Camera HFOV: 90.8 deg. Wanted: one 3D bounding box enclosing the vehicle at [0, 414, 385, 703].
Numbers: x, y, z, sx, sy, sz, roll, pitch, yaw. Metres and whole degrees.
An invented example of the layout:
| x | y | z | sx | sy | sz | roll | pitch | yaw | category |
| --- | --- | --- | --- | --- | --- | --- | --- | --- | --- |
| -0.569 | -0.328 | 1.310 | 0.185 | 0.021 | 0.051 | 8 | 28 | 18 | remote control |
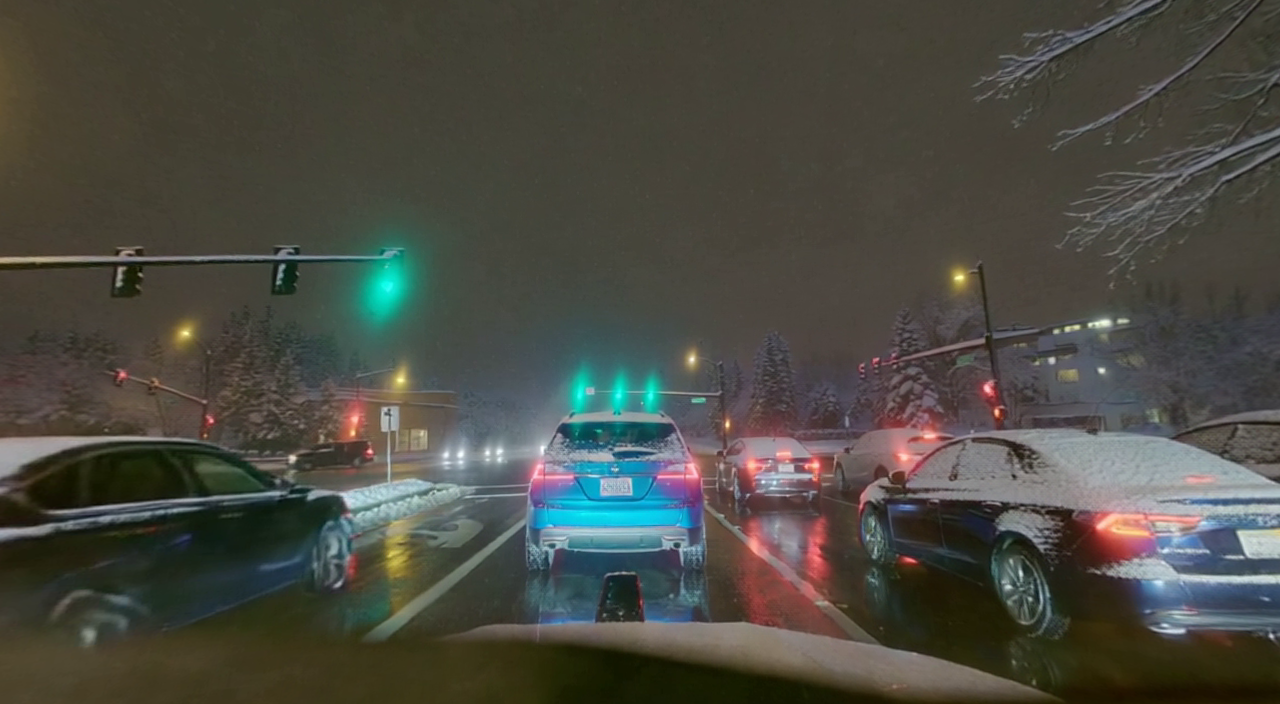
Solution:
| x | y | z | sx | sy | sz | roll | pitch | yaw | category |
| --- | --- | --- | --- | --- | --- | --- | --- | --- | --- |
| -3.675 | 1.243 | 4.276 | 2.063 | 1.454 | 4.553 | 0 | -8 | -1 | vehicle |

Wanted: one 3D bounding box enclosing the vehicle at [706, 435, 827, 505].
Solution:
| x | y | z | sx | sy | sz | roll | pitch | yaw | category |
| --- | --- | --- | --- | --- | --- | --- | --- | --- | --- |
| 2.971 | 2.861 | 15.775 | 1.950 | 1.506 | 4.086 | 0 | -8 | -3 | vehicle |

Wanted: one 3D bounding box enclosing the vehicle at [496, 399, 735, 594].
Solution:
| x | y | z | sx | sy | sz | roll | pitch | yaw | category |
| --- | --- | --- | --- | --- | --- | --- | --- | --- | --- |
| -0.275 | 1.567 | 7.632 | 2.101 | 1.707 | 3.904 | 0 | -8 | -2 | vehicle |

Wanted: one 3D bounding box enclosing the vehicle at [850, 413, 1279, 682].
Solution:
| x | y | z | sx | sy | sz | roll | pitch | yaw | category |
| --- | --- | --- | --- | --- | --- | --- | --- | --- | --- |
| 3.613 | 1.398 | 5.694 | 1.861 | 1.478 | 4.185 | 0 | -8 | -2 | vehicle |
